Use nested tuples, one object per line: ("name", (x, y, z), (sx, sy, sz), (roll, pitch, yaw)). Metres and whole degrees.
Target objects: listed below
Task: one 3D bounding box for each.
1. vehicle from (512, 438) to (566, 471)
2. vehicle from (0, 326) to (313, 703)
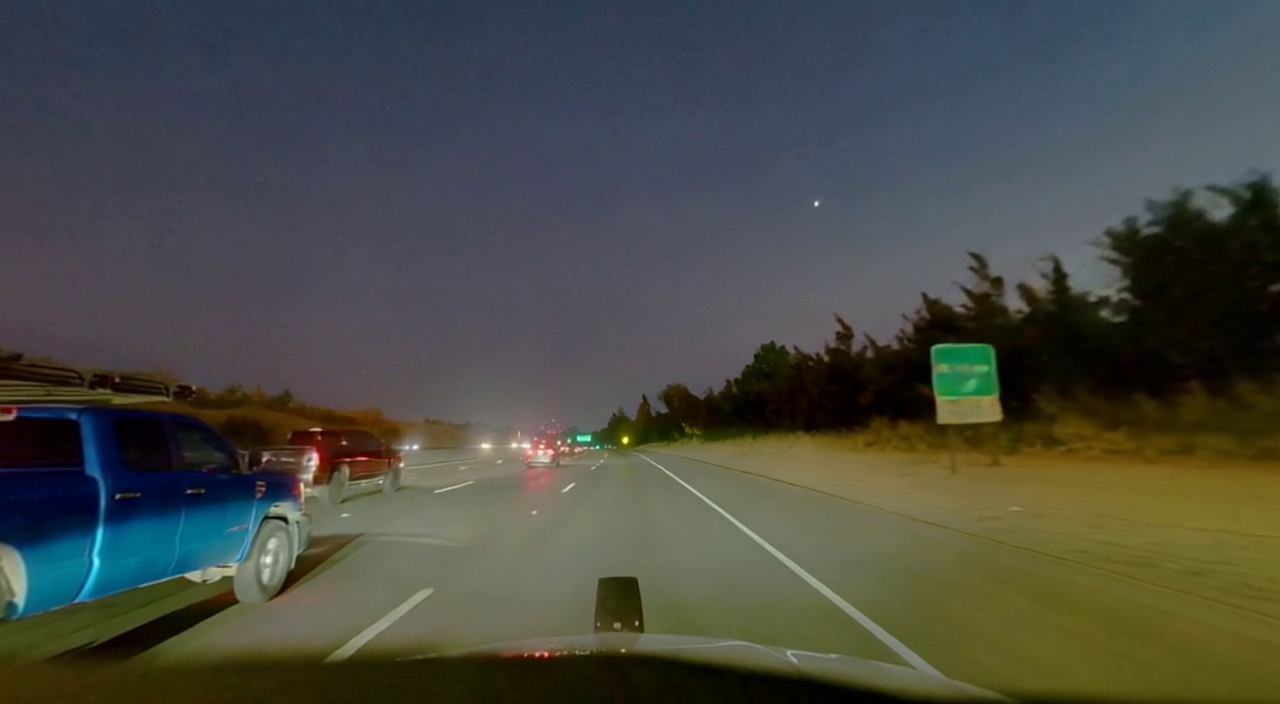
("vehicle", (-5.013, 5.151, 31.832), (2.012, 1.509, 4.359), (0, -8, 0))
("vehicle", (-3.910, 0.797, 2.742), (2.200, 1.807, 5.041), (0, -8, 1))
